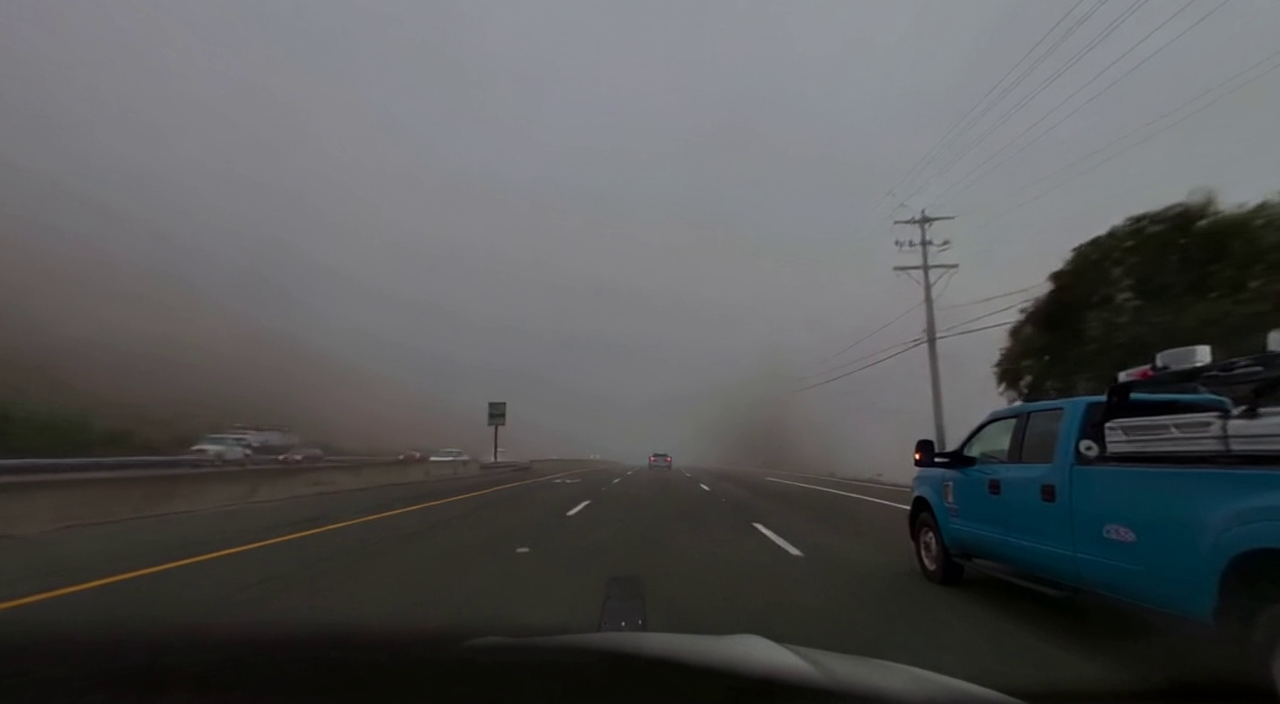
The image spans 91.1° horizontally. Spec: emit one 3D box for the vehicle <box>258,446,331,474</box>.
[{"bbox_3d":[-24.301,7.621,44.391,2.079,1.838,5.011,-1,-9,3],"label":"vehicle"}]

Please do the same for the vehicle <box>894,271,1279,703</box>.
[{"bbox_3d":[4.015,0.897,3.443,2.538,2.228,6.370,0,-9,0],"label":"vehicle"}]

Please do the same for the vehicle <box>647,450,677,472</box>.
[{"bbox_3d":[1.552,7.975,46.033,2.034,1.549,4.147,0,-9,0],"label":"vehicle"}]

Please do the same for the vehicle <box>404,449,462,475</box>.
[{"bbox_3d":[-13.830,7.384,42.262,2.071,1.614,4.863,-1,-9,2],"label":"vehicle"}]

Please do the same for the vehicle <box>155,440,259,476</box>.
[{"bbox_3d":[-28.327,6.969,41.406,2.329,2.143,5.925,-1,-9,3],"label":"vehicle"}]
